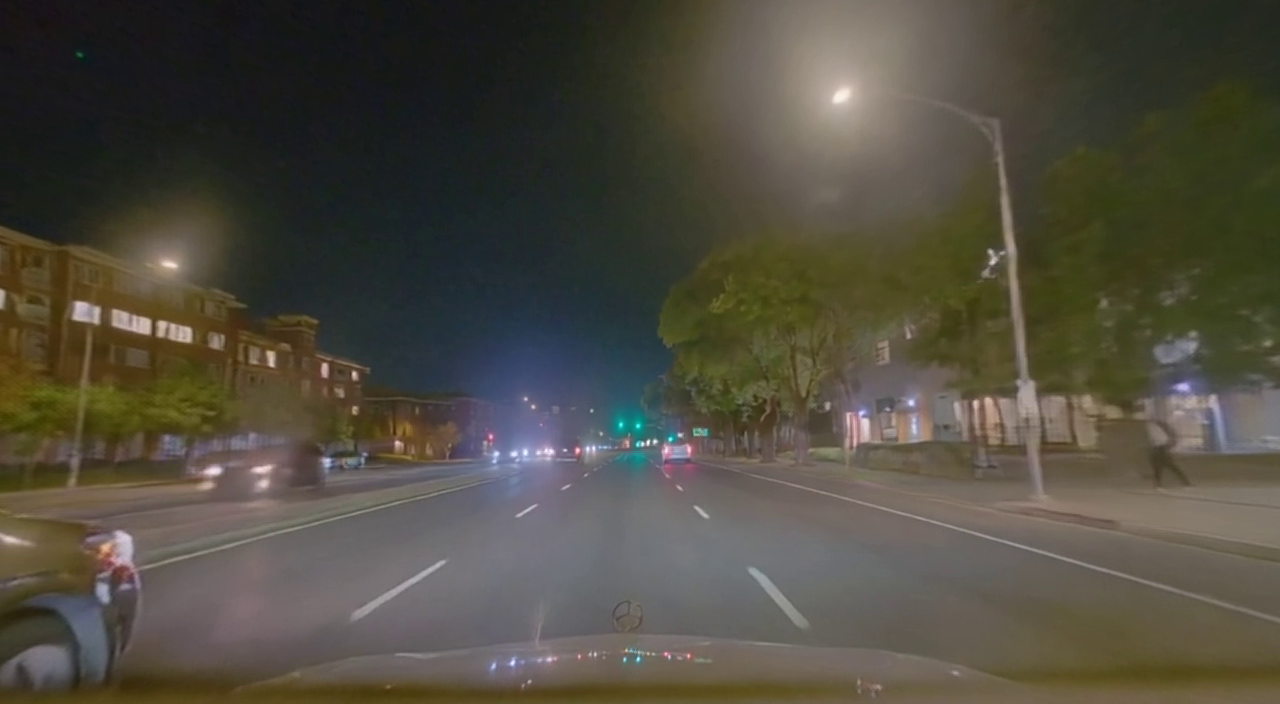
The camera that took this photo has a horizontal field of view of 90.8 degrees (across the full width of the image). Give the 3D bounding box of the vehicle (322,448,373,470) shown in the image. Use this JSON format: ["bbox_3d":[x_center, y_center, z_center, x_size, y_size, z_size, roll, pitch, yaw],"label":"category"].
[{"bbox_3d":[-22.881,8.351,49.666,1.918,1.586,4.366,0,-8,0],"label":"vehicle"}]

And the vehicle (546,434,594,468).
[{"bbox_3d":[-3.749,5.382,34.596,2.083,1.685,4.069,0,-8,1],"label":"vehicle"}]

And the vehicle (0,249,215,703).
[{"bbox_3d":[-3.438,0.418,0.743,2.225,1.984,5.168,0,-8,0],"label":"vehicle"}]

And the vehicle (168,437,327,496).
[{"bbox_3d":[-12.101,3.509,19.956,1.966,1.643,4.688,0,-8,0],"label":"vehicle"}]

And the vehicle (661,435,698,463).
[{"bbox_3d":[2.482,6.242,40.797,2.018,1.719,4.369,0,-8,-1],"label":"vehicle"}]
